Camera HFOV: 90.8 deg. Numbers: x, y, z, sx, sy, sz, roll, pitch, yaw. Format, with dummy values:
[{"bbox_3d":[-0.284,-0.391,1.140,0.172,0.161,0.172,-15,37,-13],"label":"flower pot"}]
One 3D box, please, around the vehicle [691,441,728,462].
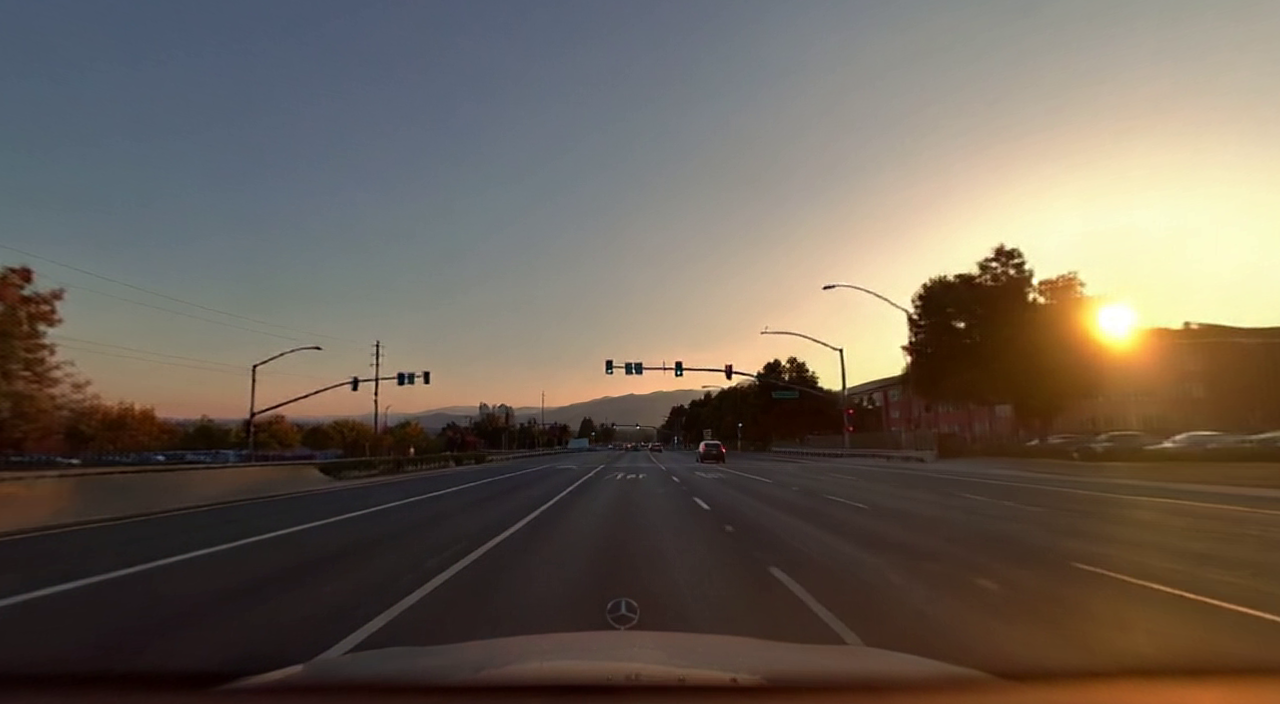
[{"bbox_3d":[5.173,7.490,47.682,2.187,1.475,4.529,0,-9,-1],"label":"vehicle"}]
